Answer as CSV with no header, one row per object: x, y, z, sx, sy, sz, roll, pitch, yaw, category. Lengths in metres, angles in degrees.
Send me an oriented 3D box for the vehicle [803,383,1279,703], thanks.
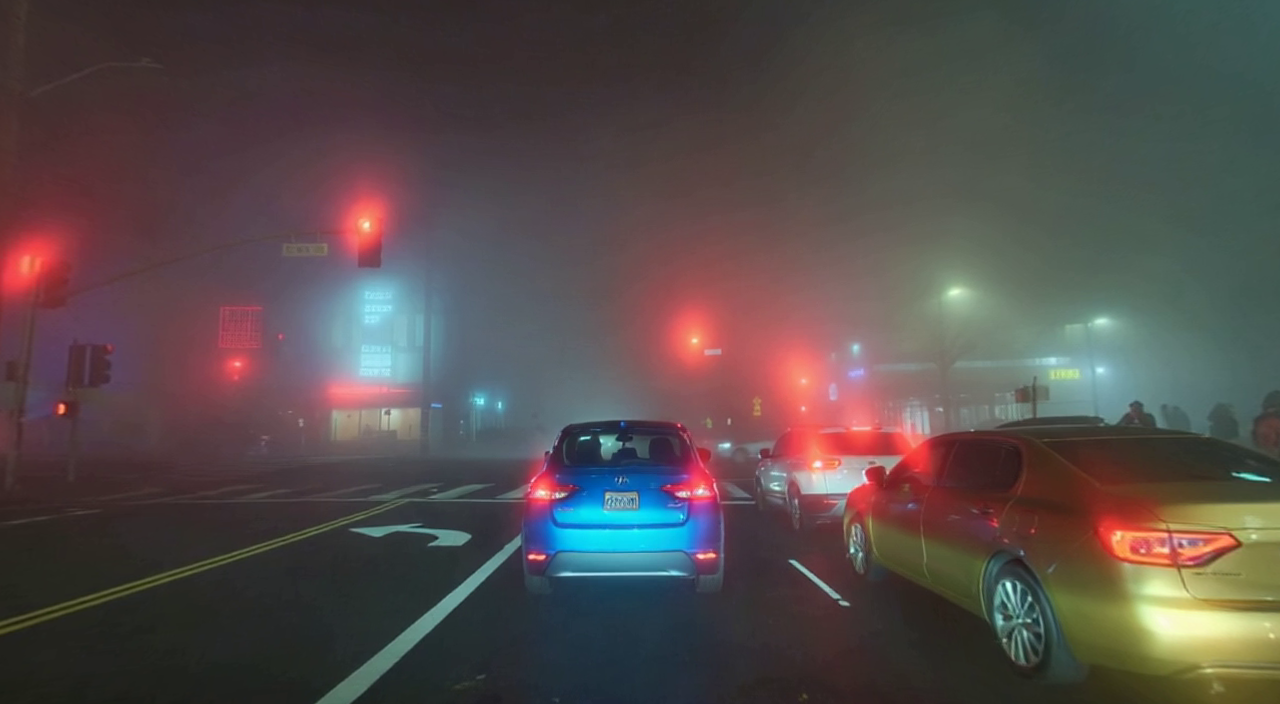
3.036,1.307,5.440,1.983,1.654,4.354,0,-8,-1,vehicle

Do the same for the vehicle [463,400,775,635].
-0.144,1.477,6.738,2.123,1.589,4.702,0,-8,0,vehicle
